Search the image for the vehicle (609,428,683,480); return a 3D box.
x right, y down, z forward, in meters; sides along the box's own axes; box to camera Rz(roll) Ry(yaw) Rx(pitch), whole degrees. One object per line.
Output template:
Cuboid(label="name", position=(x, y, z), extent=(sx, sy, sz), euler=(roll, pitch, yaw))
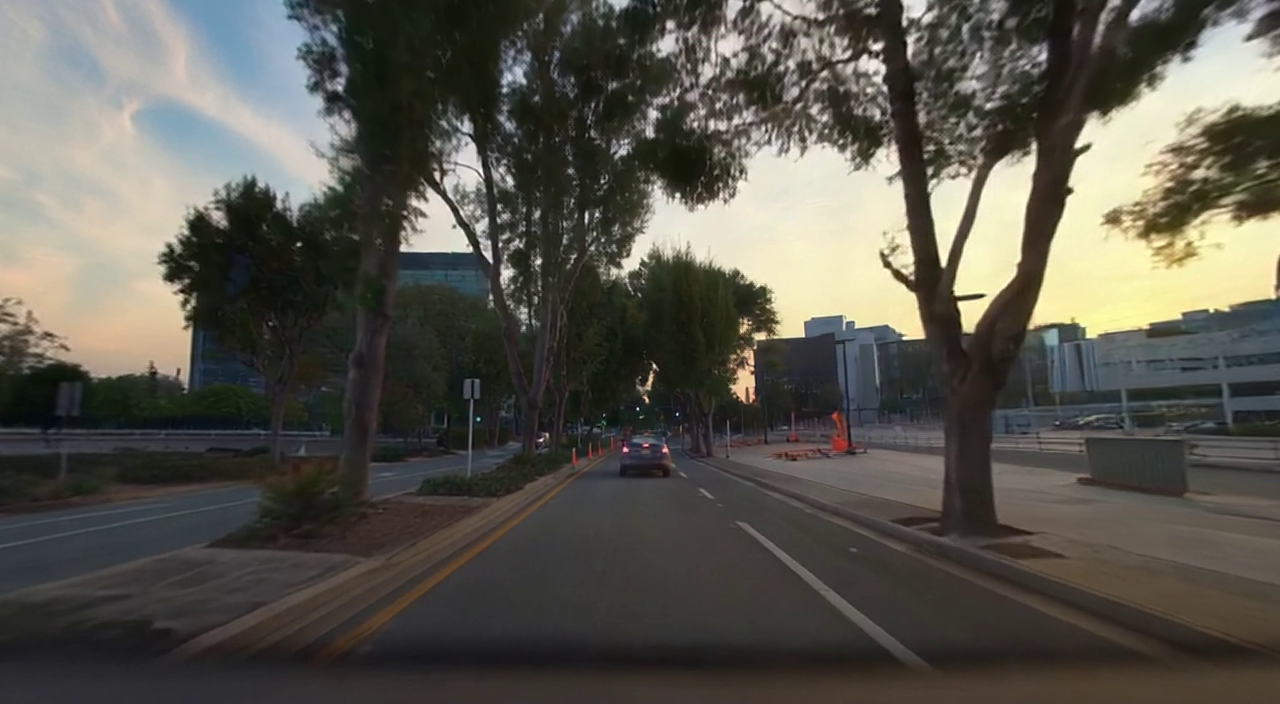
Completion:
Cuboid(label="vehicle", position=(0.204, 3.248, 20.391), extent=(2.114, 1.493, 4.430), euler=(0, -8, 1))
